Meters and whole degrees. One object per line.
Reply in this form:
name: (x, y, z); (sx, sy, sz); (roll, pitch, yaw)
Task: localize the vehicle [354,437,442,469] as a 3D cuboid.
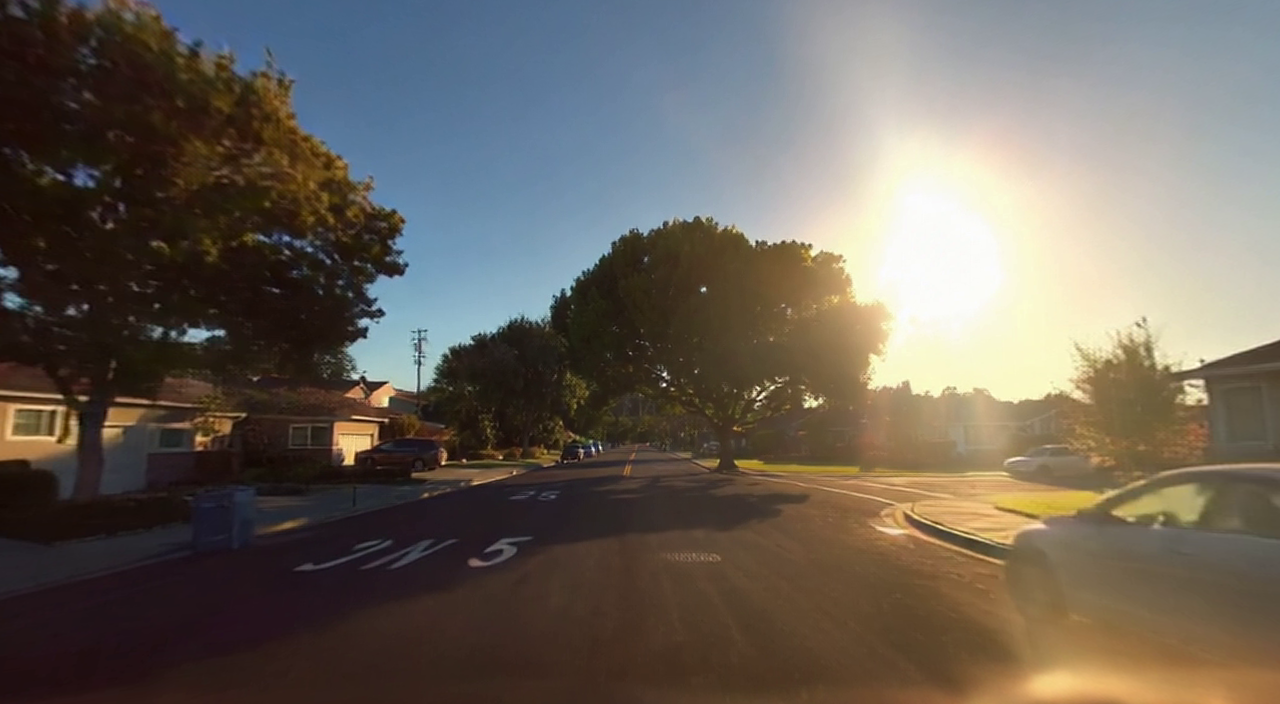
vehicle: (-12.956, 5.448, 33.981); (3.921, 1.629, 1.832); (0, -10, 3)

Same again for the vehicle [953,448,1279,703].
vehicle: (4.102, 1.345, 3.973); (1.952, 1.442, 4.529); (0, -8, 0)
